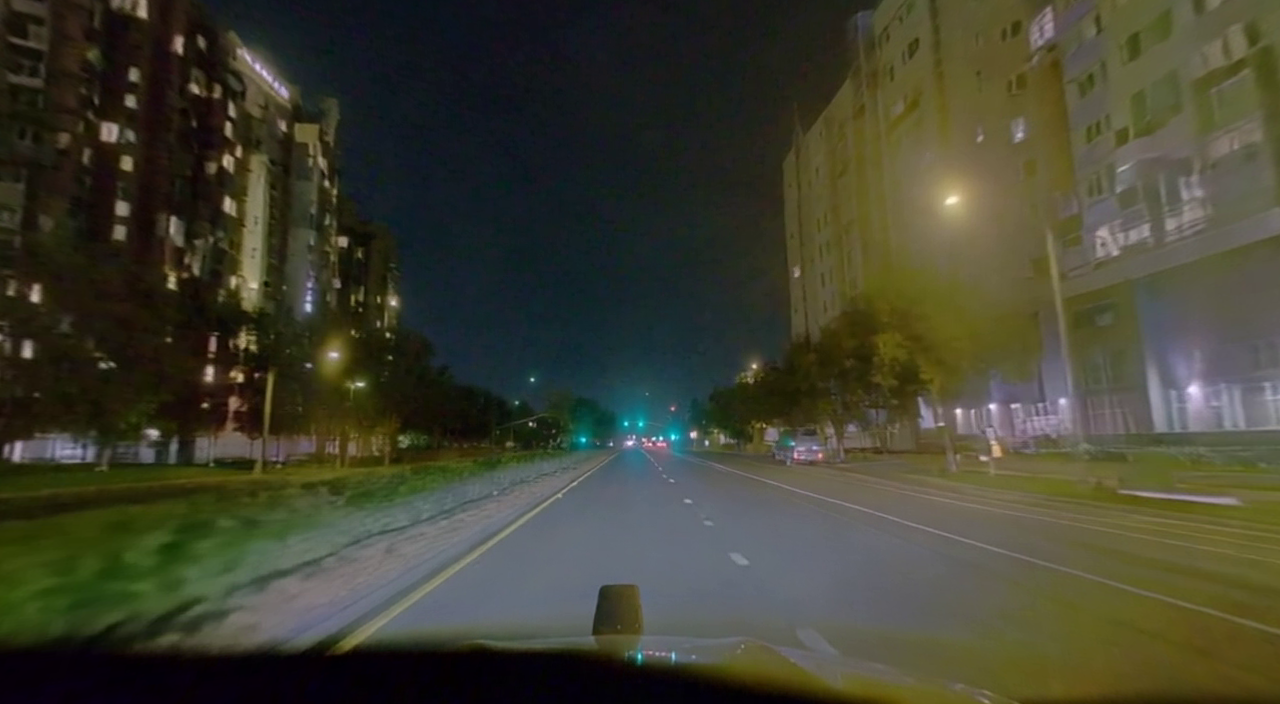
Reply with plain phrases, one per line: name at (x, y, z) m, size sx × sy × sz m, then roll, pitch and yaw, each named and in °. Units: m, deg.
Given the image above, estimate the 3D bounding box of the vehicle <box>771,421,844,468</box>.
vehicle at (9.818, 5.538, 37.713) m, size 2.456 × 2.534 × 5.930 m, roll 0°, pitch -8°, yaw -3°
